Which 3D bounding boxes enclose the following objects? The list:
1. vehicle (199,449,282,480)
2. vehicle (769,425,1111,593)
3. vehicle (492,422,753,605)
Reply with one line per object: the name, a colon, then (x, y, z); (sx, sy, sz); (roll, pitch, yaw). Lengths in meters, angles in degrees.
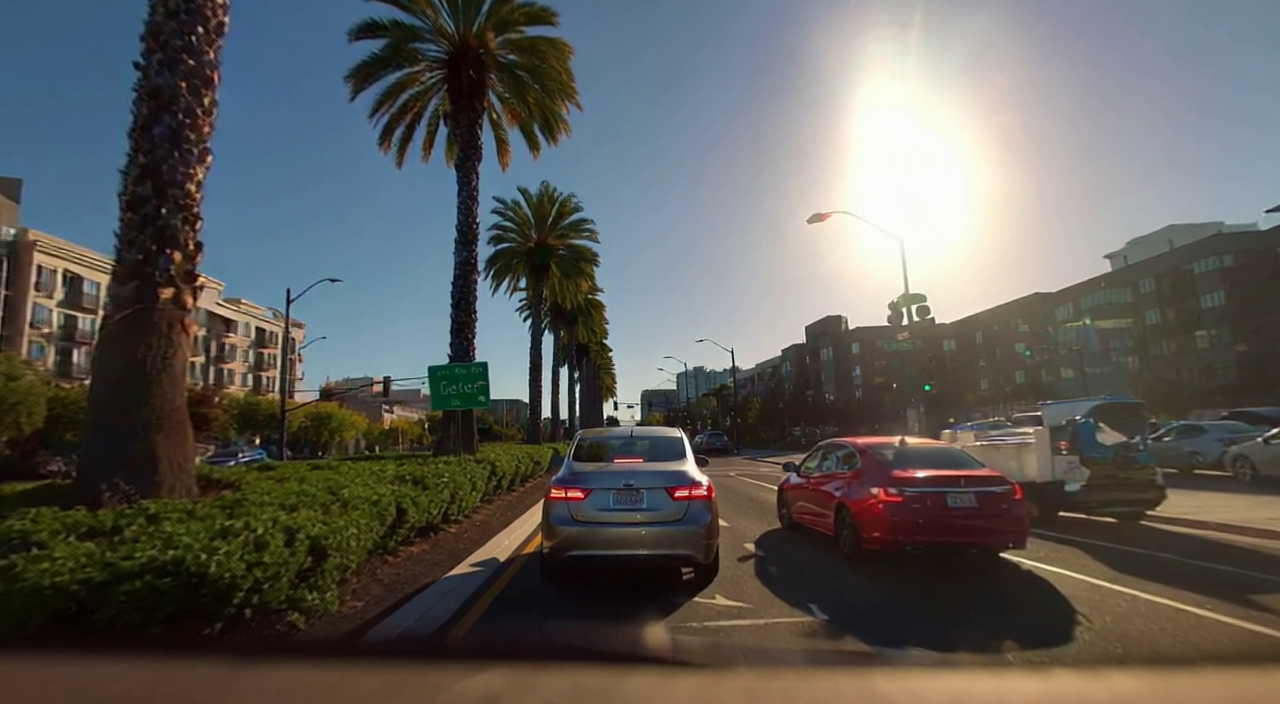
vehicle: (-20.496, 5.766, 32.640); (1.764, 1.510, 3.827); (0, -8, 0)
vehicle: (3.123, 1.715, 7.859); (1.925, 1.451, 4.436); (0, -8, -2)
vehicle: (-0.158, 1.641, 7.289); (2.158, 1.498, 3.919); (0, -8, 0)
